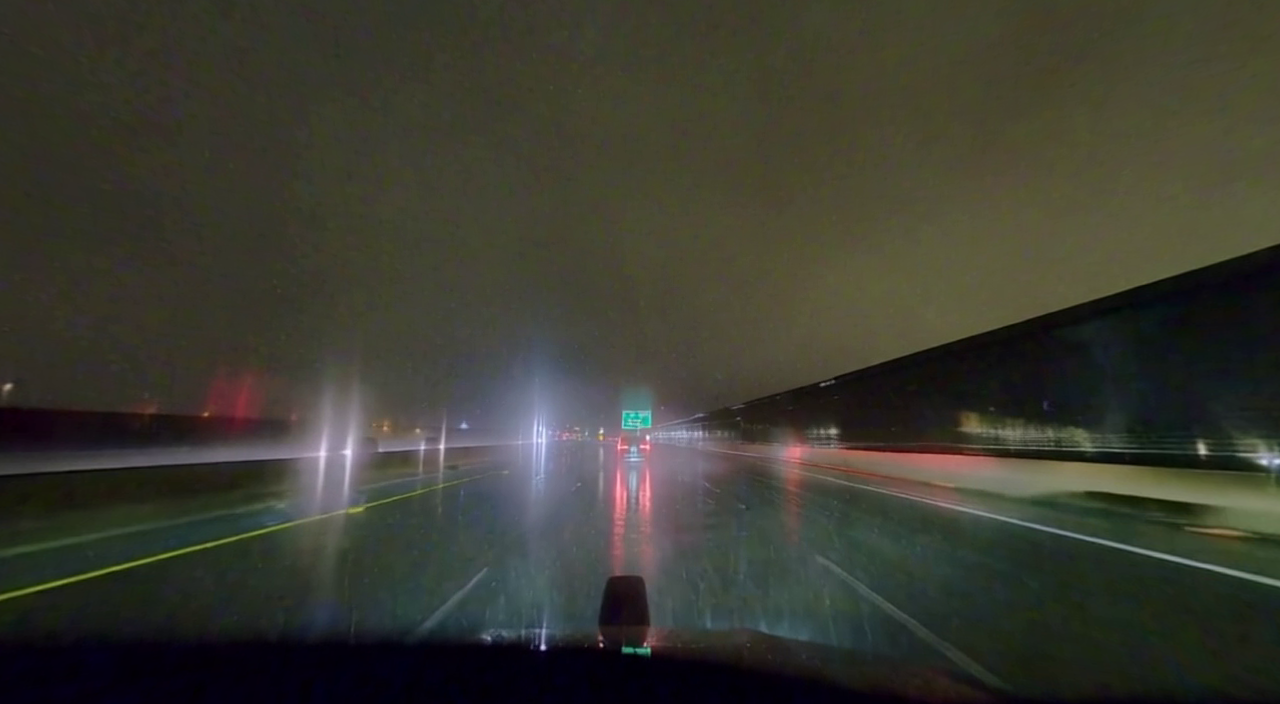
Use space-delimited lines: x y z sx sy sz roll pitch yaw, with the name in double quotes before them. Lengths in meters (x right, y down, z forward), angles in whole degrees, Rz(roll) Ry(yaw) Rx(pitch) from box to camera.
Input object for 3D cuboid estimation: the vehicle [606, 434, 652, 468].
"vehicle" -0.510 4.894 31.234 2.130 1.512 4.057 0 -8 0
